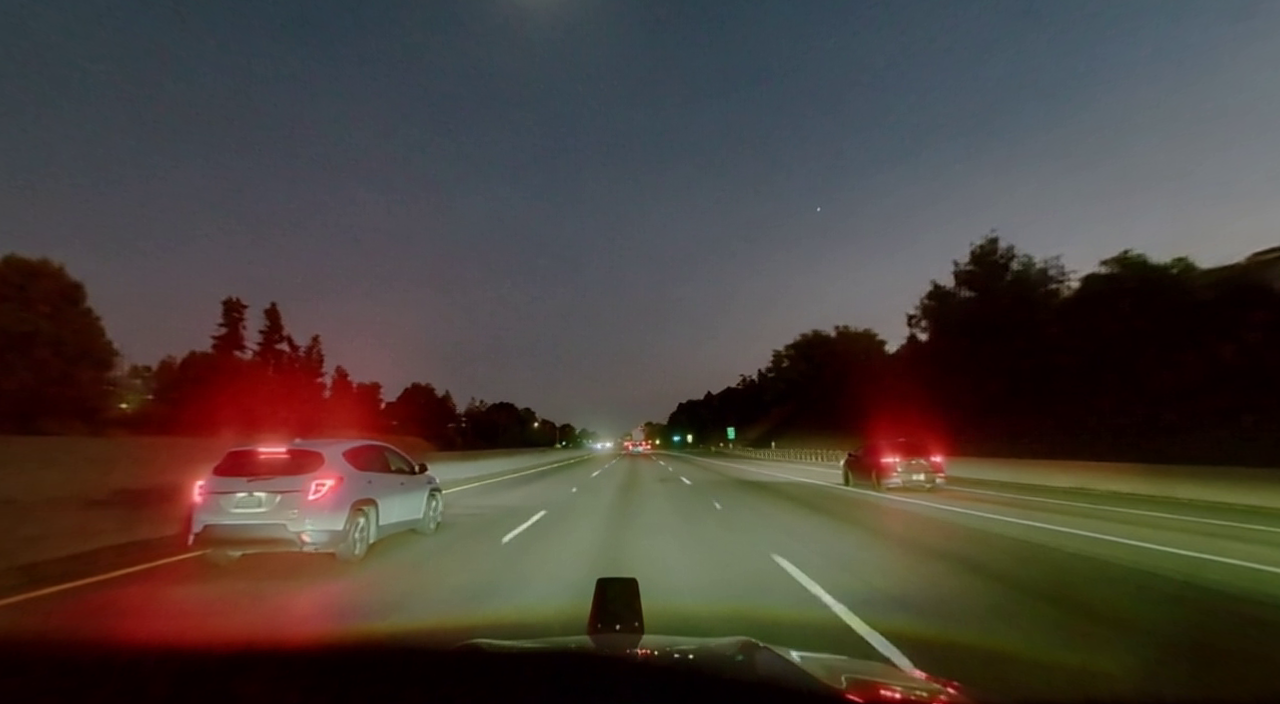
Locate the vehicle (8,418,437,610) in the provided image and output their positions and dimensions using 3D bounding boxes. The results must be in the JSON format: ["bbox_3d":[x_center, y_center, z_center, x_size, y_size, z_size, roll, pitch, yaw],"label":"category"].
[{"bbox_3d":[-4.109,1.642,7.357,2.050,1.547,4.266,0,-8,0],"label":"vehicle"}]
